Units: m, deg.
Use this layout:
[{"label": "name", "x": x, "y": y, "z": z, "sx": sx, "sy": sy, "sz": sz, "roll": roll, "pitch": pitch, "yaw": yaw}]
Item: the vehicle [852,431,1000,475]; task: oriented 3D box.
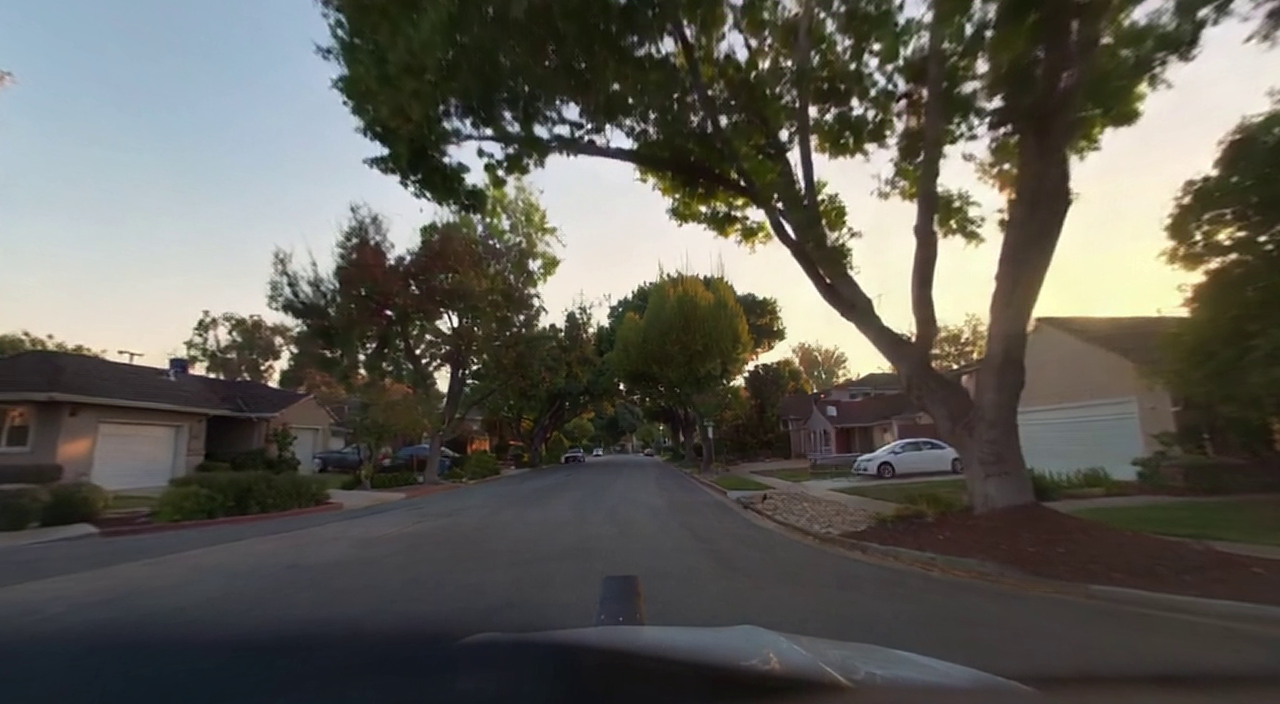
[{"label": "vehicle", "x": 11.200, "y": 4.002, "z": 25.029, "sx": 4.894, "sy": 1.616, "sz": 1.965, "roll": -1, "pitch": -9, "yaw": 2}]
